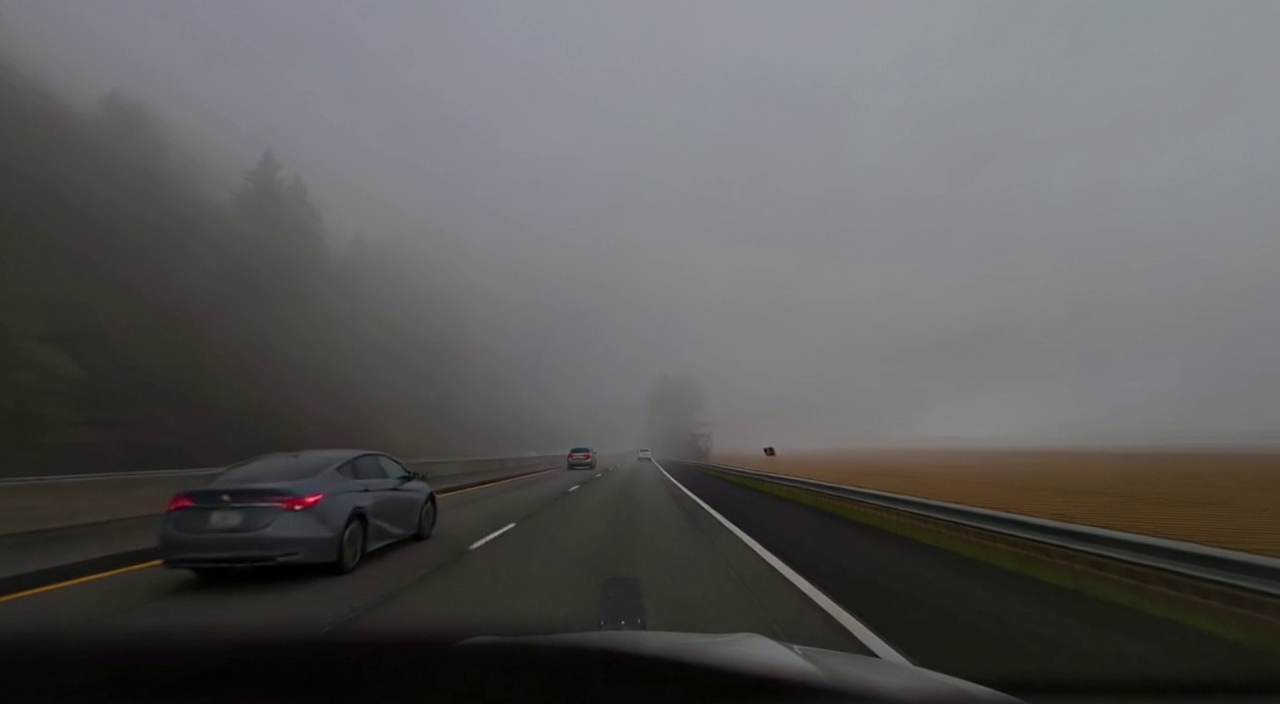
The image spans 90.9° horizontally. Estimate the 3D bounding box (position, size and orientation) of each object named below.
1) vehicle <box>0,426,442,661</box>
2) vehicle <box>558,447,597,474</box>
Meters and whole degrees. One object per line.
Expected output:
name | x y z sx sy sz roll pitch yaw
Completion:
vehicle | -3.598 1.556 6.155 1.970 1.483 4.097 0 -9 0
vehicle | -4.051 7.117 41.638 2.095 1.664 4.305 0 -9 0
